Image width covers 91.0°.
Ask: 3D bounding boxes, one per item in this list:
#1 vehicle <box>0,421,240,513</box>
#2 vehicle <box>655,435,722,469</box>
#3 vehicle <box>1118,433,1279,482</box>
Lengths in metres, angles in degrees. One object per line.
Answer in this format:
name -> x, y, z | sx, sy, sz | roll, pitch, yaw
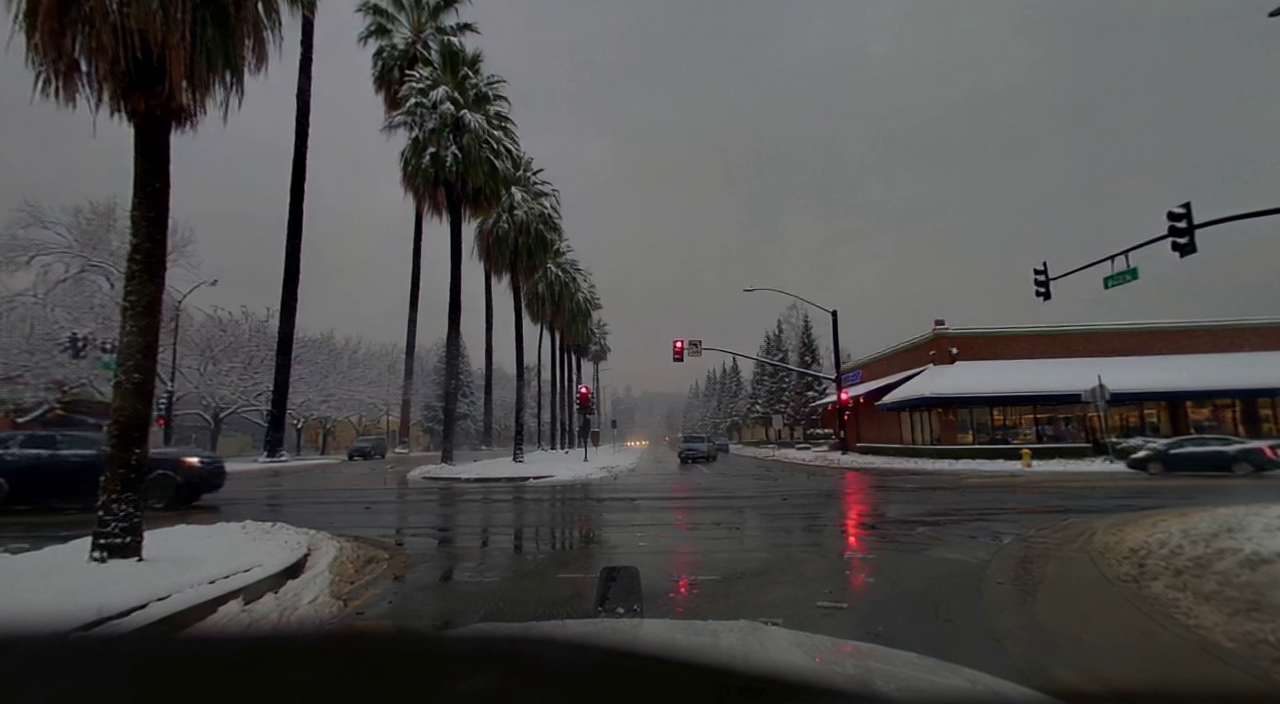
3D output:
vehicle -> -13.093, 2.664, 14.850 | 5.619, 1.951, 2.321 | 0, -8, -3
vehicle -> 2.639, 5.256, 33.273 | 1.999, 1.653, 4.603 | -4, -9, 25
vehicle -> 21.648, 4.015, 24.126 | 4.722, 1.717, 2.000 | -2, -9, 15
